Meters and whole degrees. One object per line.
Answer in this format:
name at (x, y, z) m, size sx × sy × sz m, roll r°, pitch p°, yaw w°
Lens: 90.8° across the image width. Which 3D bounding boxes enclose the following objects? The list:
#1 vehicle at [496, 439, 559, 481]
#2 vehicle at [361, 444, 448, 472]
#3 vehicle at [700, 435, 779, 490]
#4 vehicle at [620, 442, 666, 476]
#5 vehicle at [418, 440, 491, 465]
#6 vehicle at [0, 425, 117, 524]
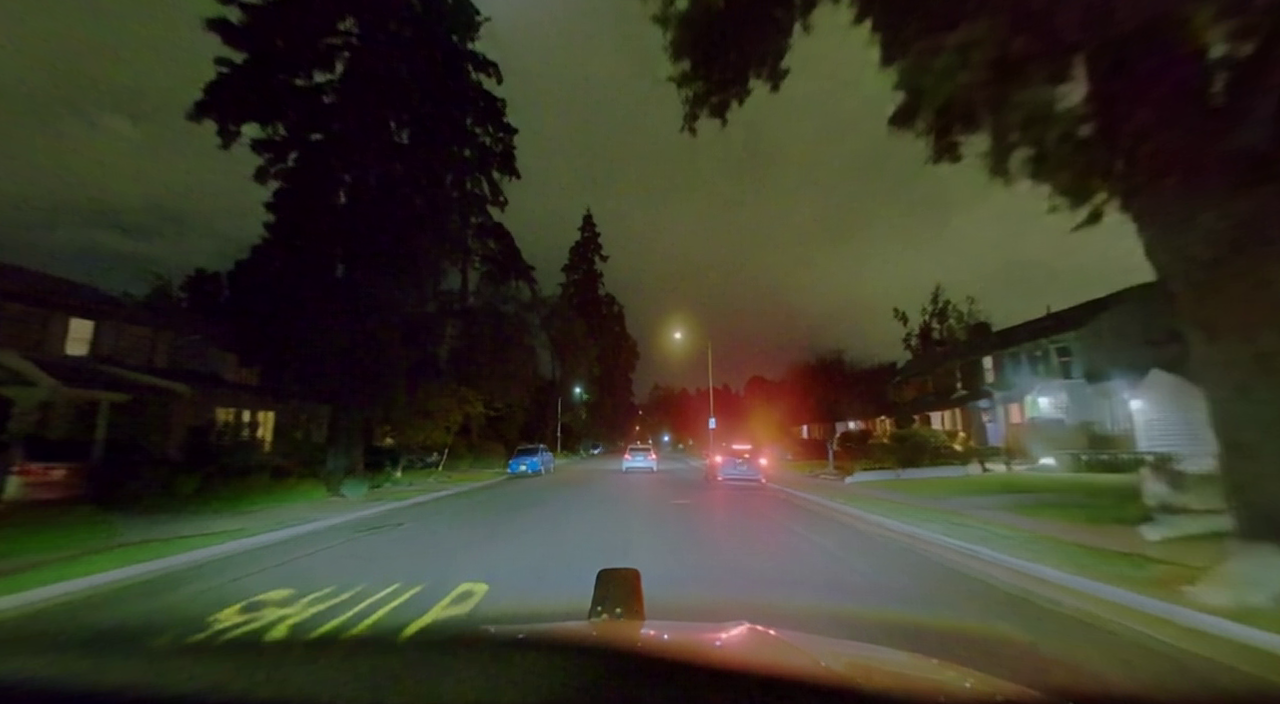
vehicle at (-5.480, 5.280, 31.296) m, size 2.126 × 1.816 × 4.796 m, roll -3°, pitch -8°, yaw 1°
vehicle at (-13.252, 5.953, 35.724) m, size 4.129 × 1.523 × 1.839 m, roll 0°, pitch -9°, yaw 1°
vehicle at (3.253, 3.712, 21.531) m, size 1.978 × 1.690 × 4.306 m, roll 0°, pitch -9°, yaw 0°
vehicle at (0.140, 4.942, 29.327) m, size 2.000 × 1.449 × 4.006 m, roll 0°, pitch -9°, yaw 0°
vehicle at (-13.486, 7.319, 46.137) m, size 4.765 × 1.791 × 1.941 m, roll 0°, pitch -9°, yaw -1°
vehicle at (-13.387, 2.361, 12.448) m, size 4.253 × 1.772 × 1.980 m, roll 0°, pitch -9°, yaw -3°
